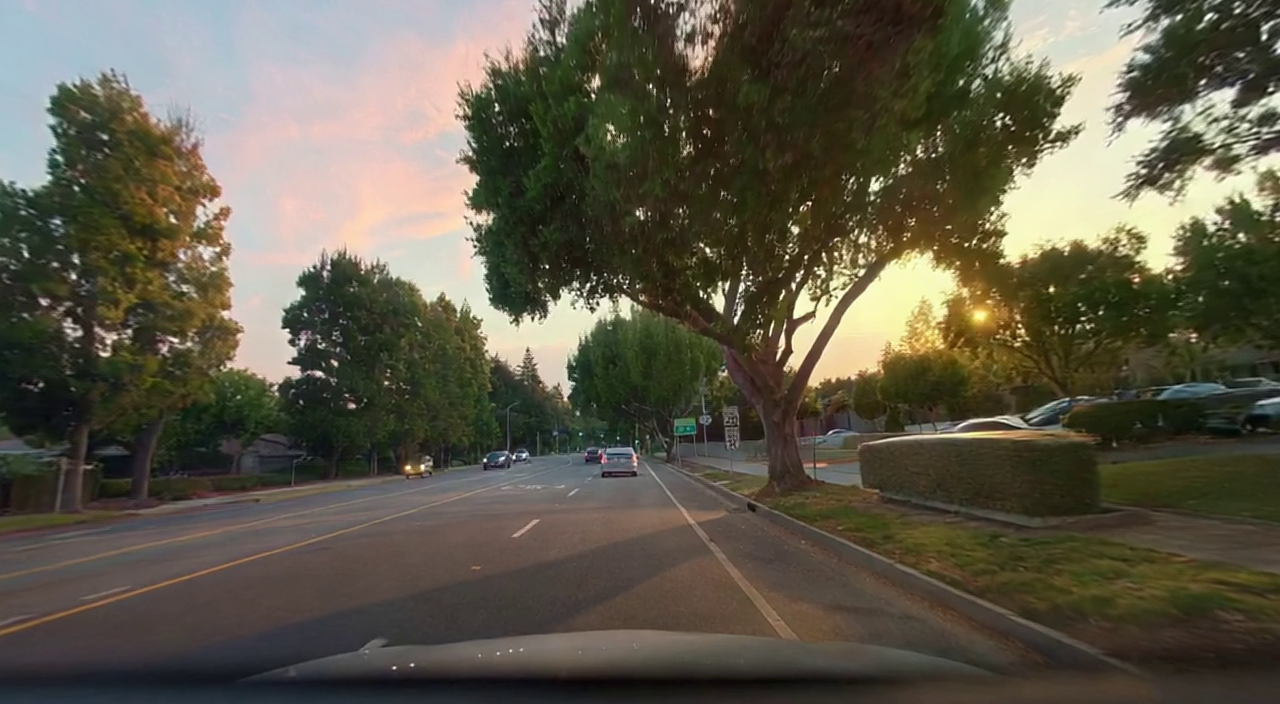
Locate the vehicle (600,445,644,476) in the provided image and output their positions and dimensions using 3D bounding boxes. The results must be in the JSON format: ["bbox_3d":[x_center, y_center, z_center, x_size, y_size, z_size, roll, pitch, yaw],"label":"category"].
[{"bbox_3d":[-0.900,5.539,32.511,2.111,1.466,4.223,0,-9,-1],"label":"vehicle"}]
